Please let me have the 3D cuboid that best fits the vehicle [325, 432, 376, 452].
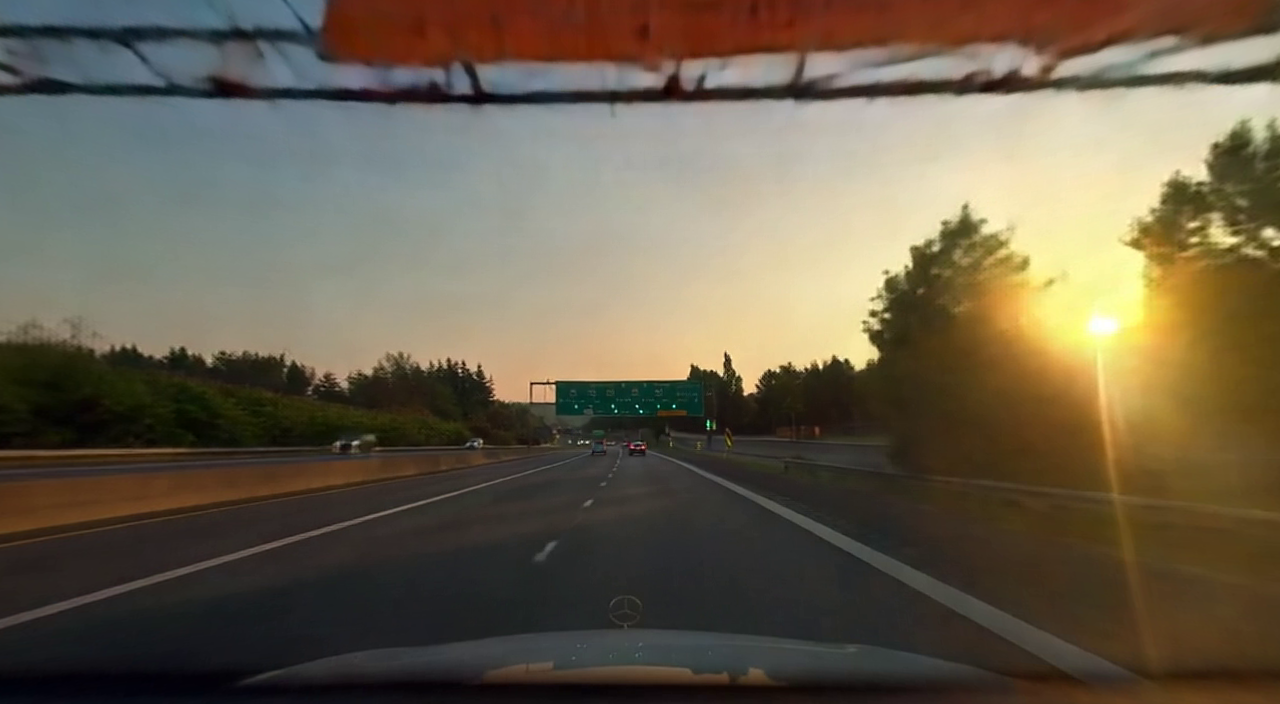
[{"bbox_3d":[-22.433,6.993,48.912,1.930,1.526,4.257,0,-8,0],"label":"vehicle"}]
